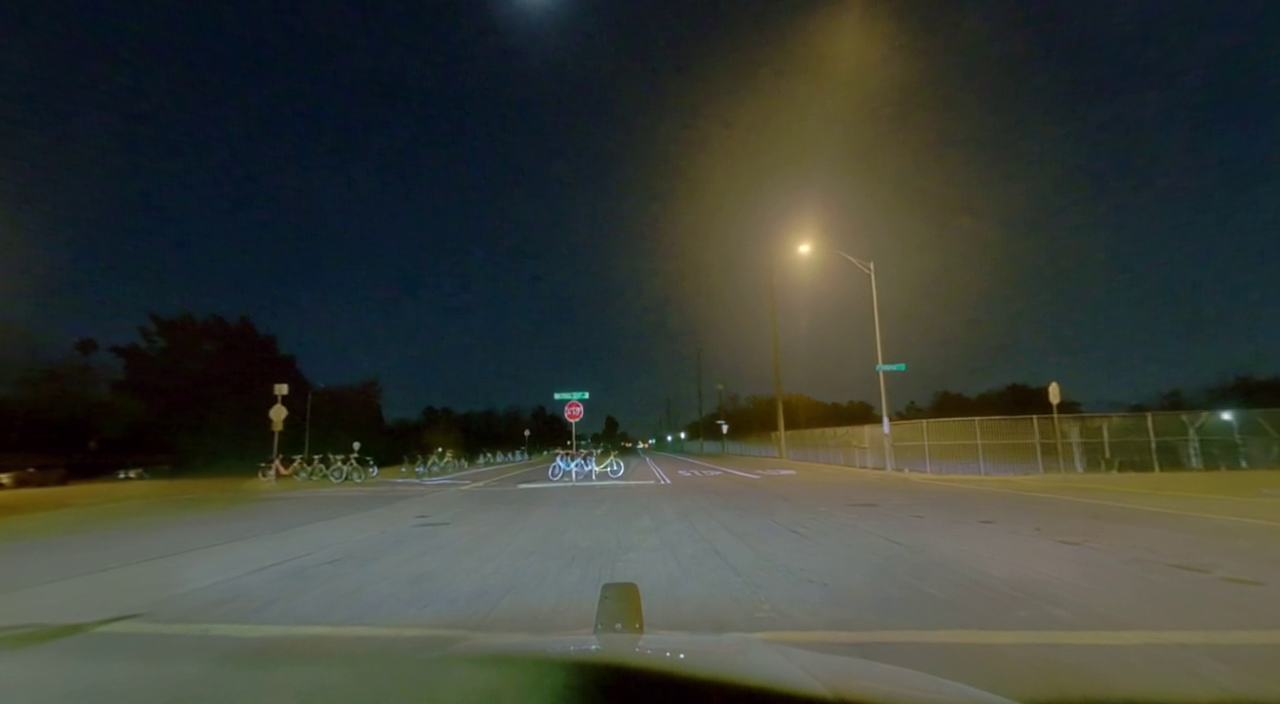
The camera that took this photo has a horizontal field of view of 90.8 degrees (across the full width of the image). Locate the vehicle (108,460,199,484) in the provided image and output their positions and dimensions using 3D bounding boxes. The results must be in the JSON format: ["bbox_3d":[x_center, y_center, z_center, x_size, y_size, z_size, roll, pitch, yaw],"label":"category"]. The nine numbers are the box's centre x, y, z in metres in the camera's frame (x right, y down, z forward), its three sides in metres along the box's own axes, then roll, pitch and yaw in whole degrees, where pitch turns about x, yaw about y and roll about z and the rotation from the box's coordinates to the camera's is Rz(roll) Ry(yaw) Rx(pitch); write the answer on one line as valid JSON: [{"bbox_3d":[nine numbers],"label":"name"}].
[{"bbox_3d":[-33.663,8.295,43.826,4.569,1.558,1.903,0,-9,-5],"label":"vehicle"}]

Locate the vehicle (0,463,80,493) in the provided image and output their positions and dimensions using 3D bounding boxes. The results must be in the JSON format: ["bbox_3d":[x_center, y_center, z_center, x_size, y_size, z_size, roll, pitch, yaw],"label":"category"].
[{"bbox_3d":[-34.121,6.993,35.037,4.210,1.528,1.932,0,-8,0],"label":"vehicle"}]
